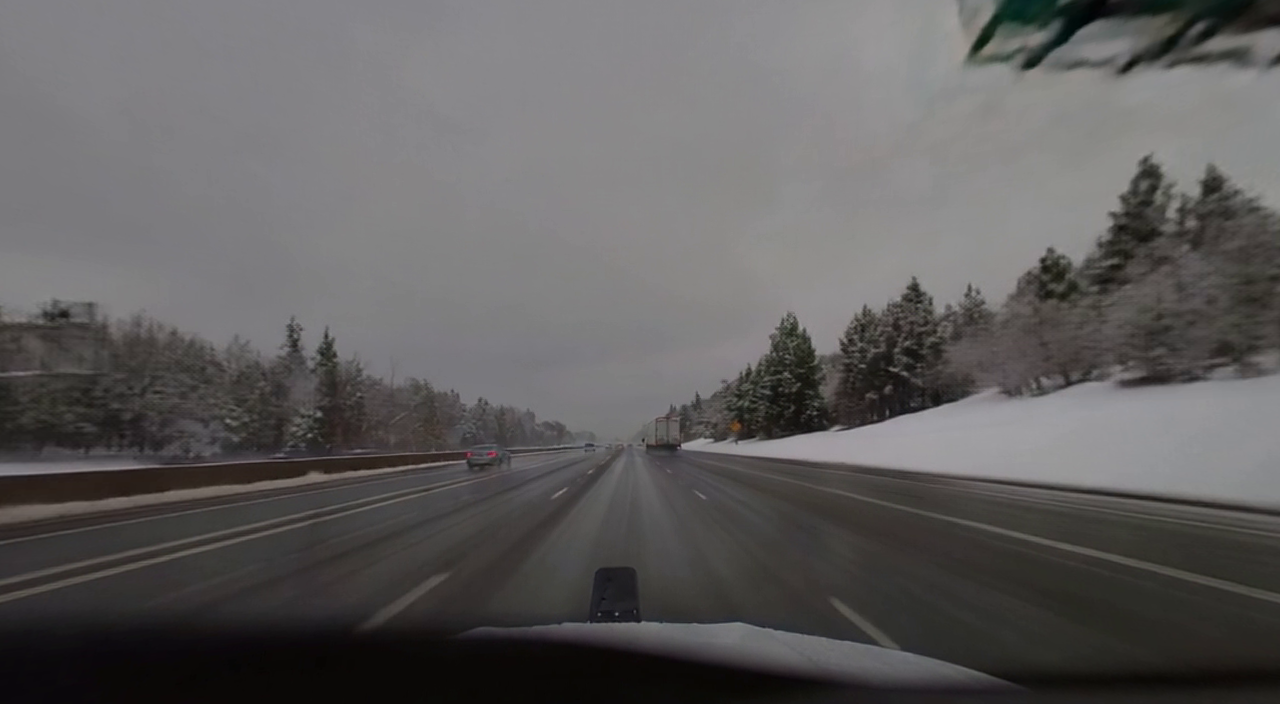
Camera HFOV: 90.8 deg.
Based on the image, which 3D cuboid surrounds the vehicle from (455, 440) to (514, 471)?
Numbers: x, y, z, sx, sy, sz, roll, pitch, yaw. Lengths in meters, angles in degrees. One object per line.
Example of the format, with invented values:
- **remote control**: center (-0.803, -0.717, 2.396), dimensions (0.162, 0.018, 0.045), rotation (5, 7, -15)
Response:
- **vehicle**: center (-8.157, 5.483, 33.575), dimensions (2.033, 1.494, 4.508), rotation (0, -9, 0)
